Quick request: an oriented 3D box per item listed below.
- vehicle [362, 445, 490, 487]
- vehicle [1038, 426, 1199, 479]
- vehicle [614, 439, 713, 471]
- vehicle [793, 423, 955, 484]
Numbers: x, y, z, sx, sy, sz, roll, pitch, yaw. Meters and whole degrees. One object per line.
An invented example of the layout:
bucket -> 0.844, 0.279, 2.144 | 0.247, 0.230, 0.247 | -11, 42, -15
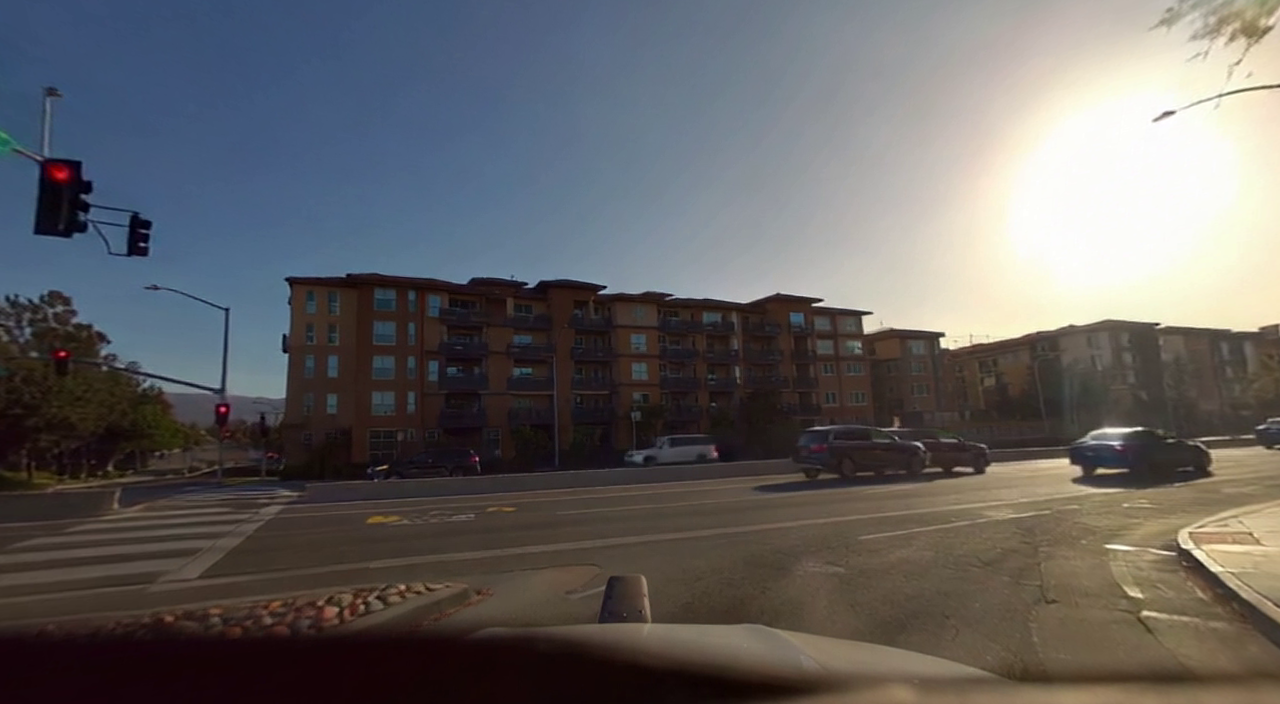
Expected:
vehicle -> -8.013, 4.232, 23.698 | 4.289, 1.415, 1.774 | 4, -9, -27
vehicle -> 14.517, 3.022, 19.122 | 4.521, 1.433, 1.943 | 4, -9, -26
vehicle -> 1.237, 5.258, 32.409 | 4.751, 1.487, 1.888 | 4, -9, -26
vehicle -> 7.291, 3.135, 19.665 | 4.683, 1.678, 1.981 | 4, -9, -26
